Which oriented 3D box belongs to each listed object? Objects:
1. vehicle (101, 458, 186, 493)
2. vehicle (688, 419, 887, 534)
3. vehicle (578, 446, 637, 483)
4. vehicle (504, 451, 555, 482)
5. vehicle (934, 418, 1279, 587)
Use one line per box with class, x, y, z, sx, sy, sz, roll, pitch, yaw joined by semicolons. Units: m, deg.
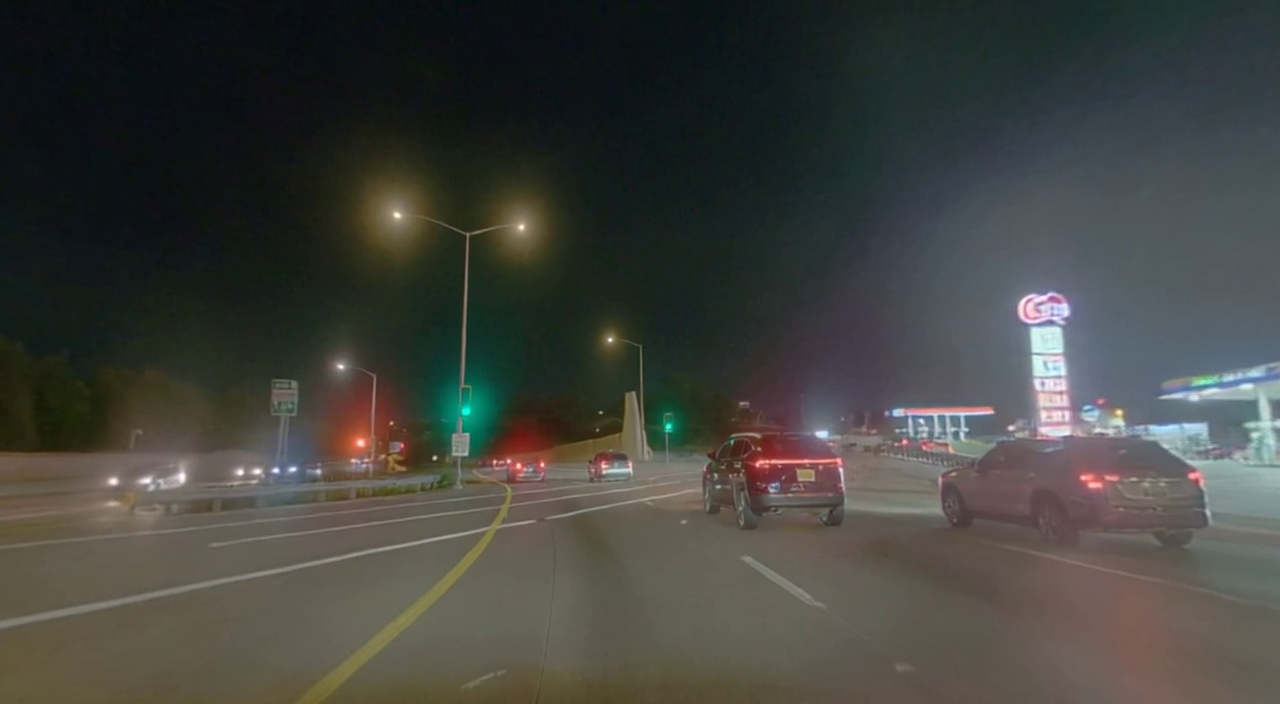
vehicle;-24.330;6.010;31.041;1.821;1.521;3.874;2;-9;-16
vehicle;2.513;2.301;12.307;2.184;1.777;4.712;1;-9;-8
vehicle;-1.609;5.291;29.991;2.012;1.612;4.114;2;-9;-14
vehicle;-5.971;6.059;33.693;2.107;1.527;4.174;3;-9;-18
vehicle;5.990;1.778;8.330;1.881;1.604;4.289;1;-8;-4
